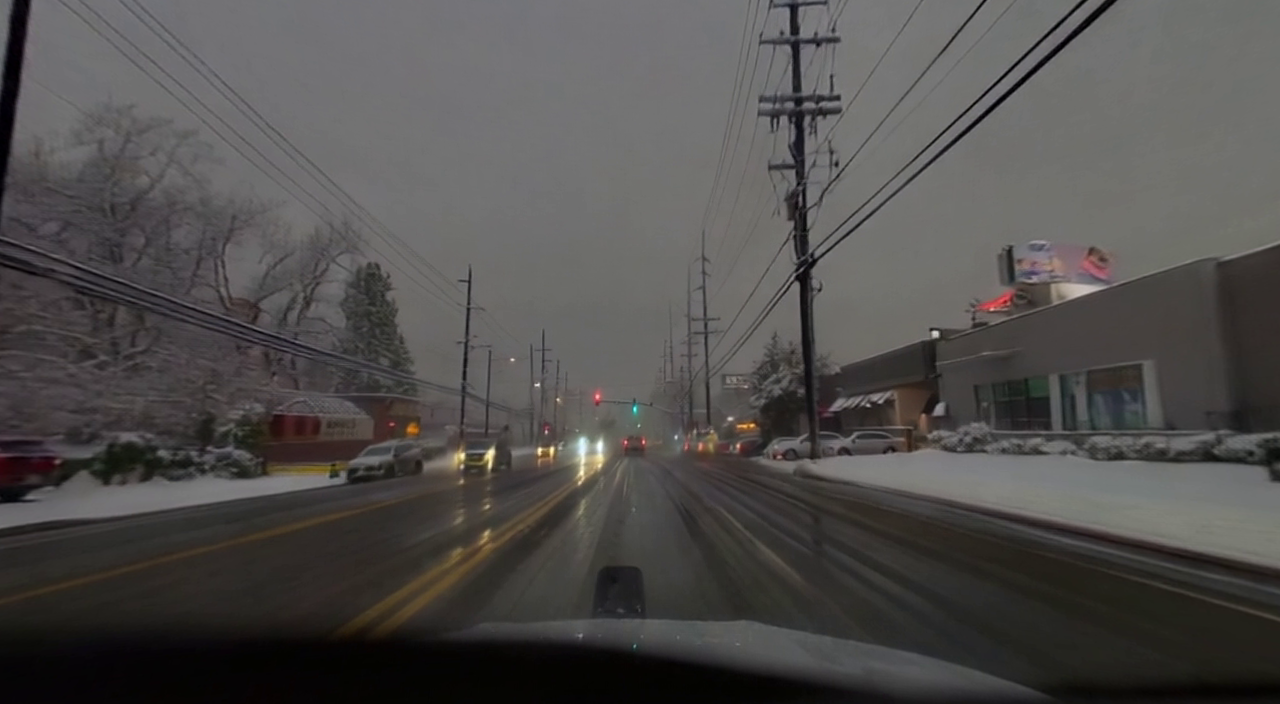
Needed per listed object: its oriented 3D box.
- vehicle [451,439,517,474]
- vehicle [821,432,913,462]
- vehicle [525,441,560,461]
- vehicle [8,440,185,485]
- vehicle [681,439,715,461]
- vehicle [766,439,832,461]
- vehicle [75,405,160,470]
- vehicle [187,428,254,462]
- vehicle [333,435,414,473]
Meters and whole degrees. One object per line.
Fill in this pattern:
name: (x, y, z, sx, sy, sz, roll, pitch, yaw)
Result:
vehicle: (-7.368, 4.963, 30.299, 1.952, 1.536, 4.623, 0, -8, 0)
vehicle: (15.110, 6.362, 42.264, 5.307, 1.877, 2.052, 0, -8, -1)
vehicle: (-7.522, 7.669, 49.150, 2.020, 1.479, 4.612, 0, -8, 0)
vehicle: (-19.409, 3.949, 22.710, 4.667, 1.539, 1.976, -1, -9, 4)
vehicle: (4.019, 6.913, 44.562, 1.926, 1.482, 4.442, 0, -8, -1)
vehicle: (11.341, 7.002, 45.212, 4.238, 1.464, 1.862, 0, -8, 2)
vehicle: (-32.207, 5.284, 38.955, 3.976, 3.736, 2.624, -6, -11, 33)
vehicle: (-33.019, 7.345, 49.804, 3.915, 2.641, 1.656, 1, -9, -3)
vehicle: (-13.858, 5.313, 33.209, 2.044, 1.830, 4.800, -1, -8, 2)
